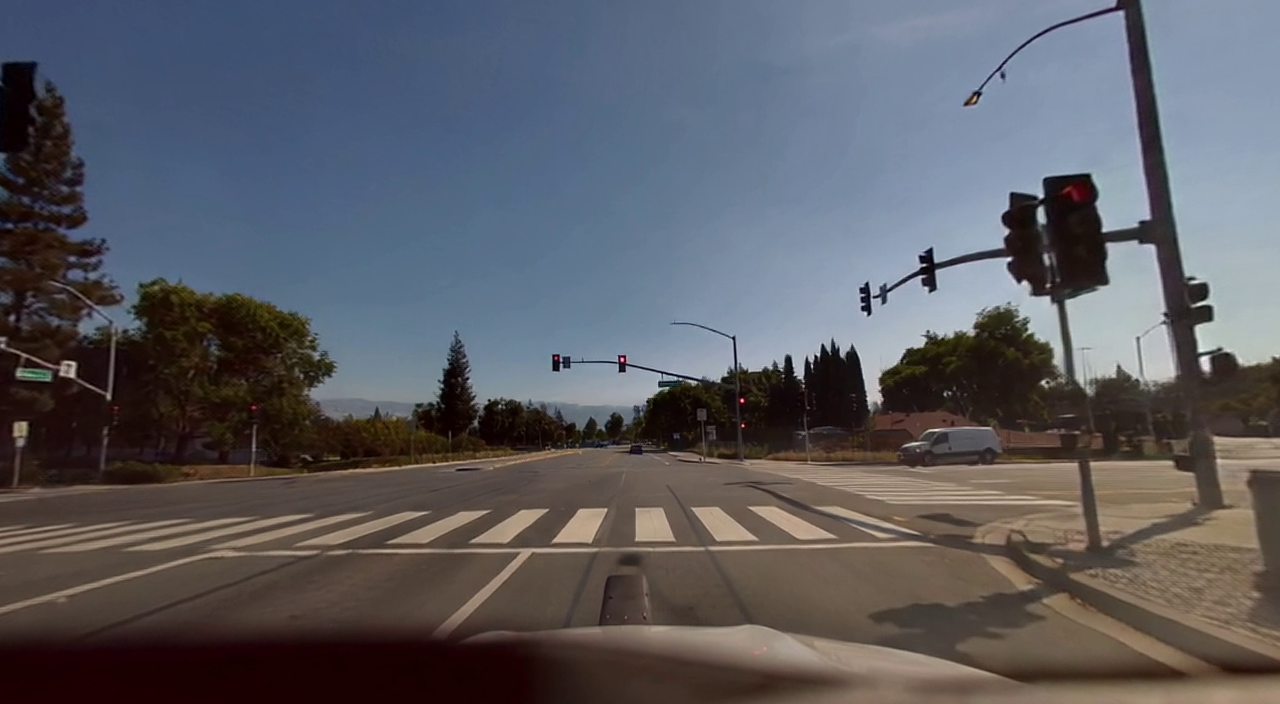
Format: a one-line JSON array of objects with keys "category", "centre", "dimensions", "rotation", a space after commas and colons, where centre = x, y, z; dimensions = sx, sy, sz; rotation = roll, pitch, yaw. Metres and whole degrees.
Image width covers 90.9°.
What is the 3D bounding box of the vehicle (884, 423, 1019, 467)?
[{"category": "vehicle", "centre": [13.464, 4.040, 27.454], "dimensions": [4.790, 1.798, 1.909], "rotation": [0, -8, 1]}]
